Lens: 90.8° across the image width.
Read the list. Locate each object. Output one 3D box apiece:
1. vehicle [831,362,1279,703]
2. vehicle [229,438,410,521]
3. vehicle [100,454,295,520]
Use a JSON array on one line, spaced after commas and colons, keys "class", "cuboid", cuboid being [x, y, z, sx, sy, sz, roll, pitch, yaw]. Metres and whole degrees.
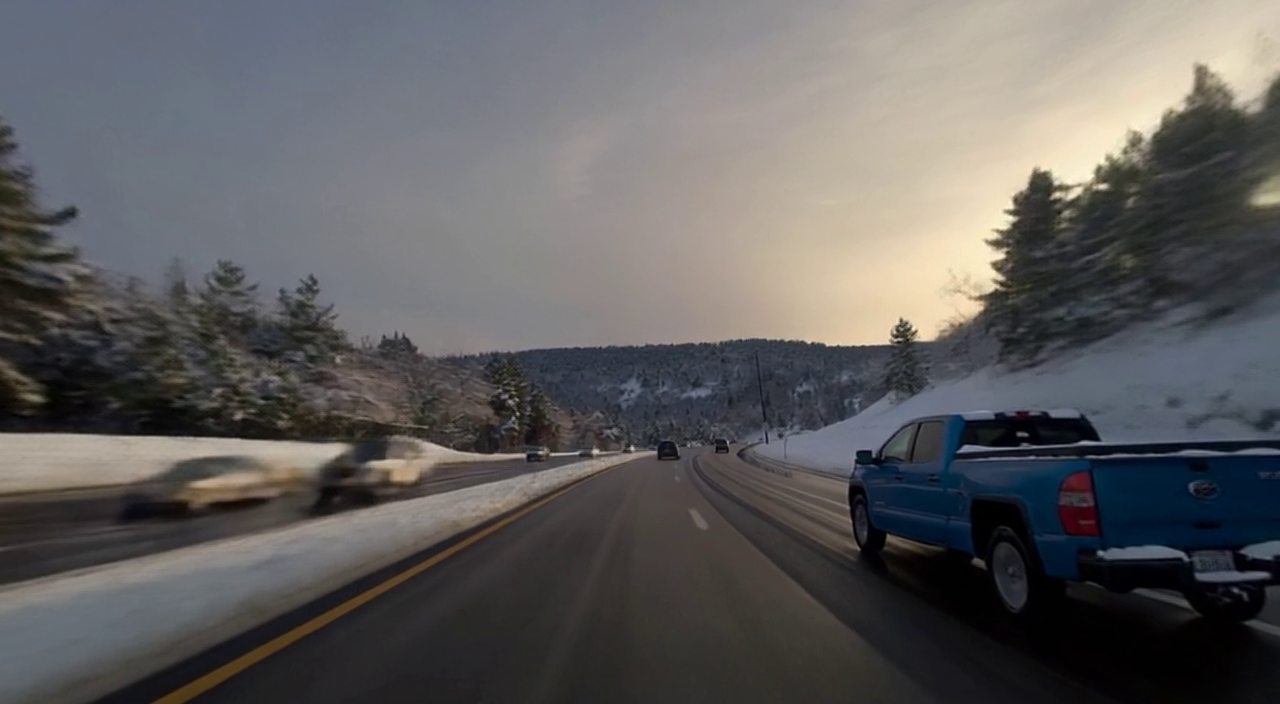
[{"class": "vehicle", "cuboid": [3.553, 1.268, 5.656, 2.151, 1.744, 4.709, 0, -9, -1]}, {"class": "vehicle", "cuboid": [-7.872, 3.143, 16.169, 2.041, 1.776, 4.570, -1, -9, 3]}, {"class": "vehicle", "cuboid": [-11.531, 3.511, 16.969, 1.879, 1.455, 4.538, 0, -9, 1]}]
